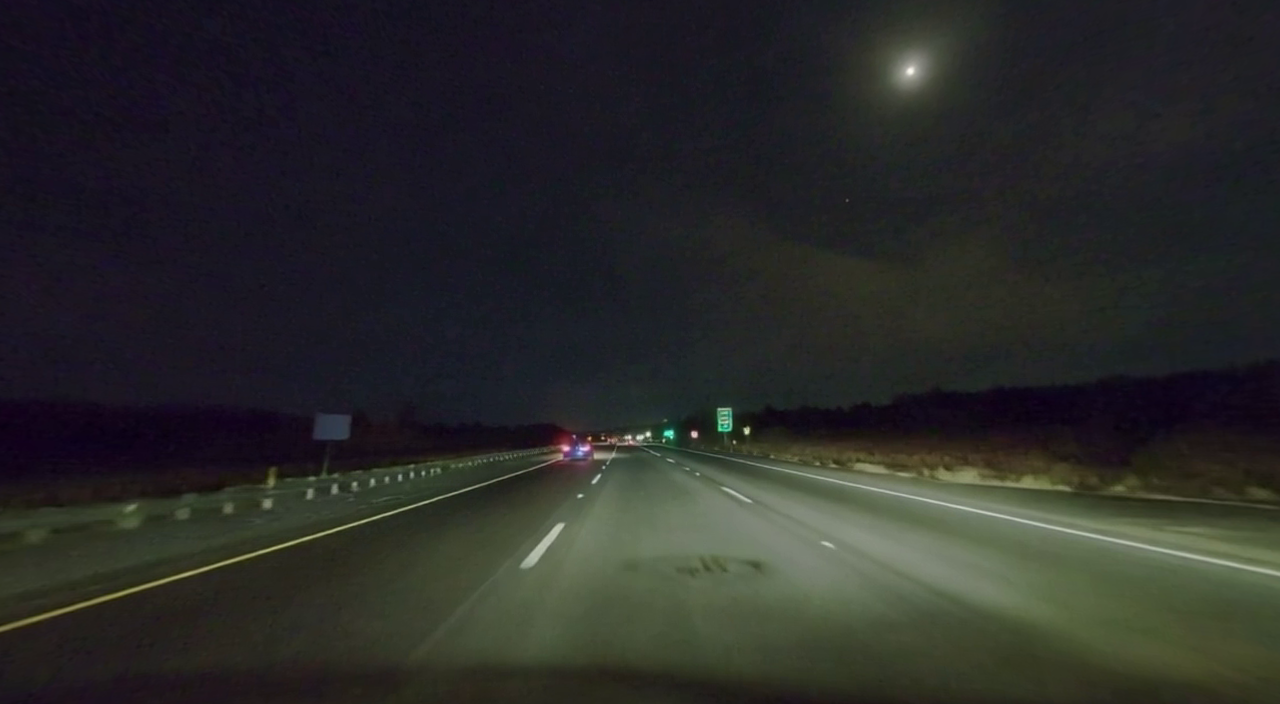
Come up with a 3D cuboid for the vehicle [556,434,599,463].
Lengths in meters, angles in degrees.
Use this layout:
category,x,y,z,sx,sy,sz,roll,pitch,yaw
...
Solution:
category,x,y,z,sx,sy,sz,roll,pitch,yaw
vehicle,-3.697,5.773,37.819,2.206,1.604,4.374,0,-8,-1
